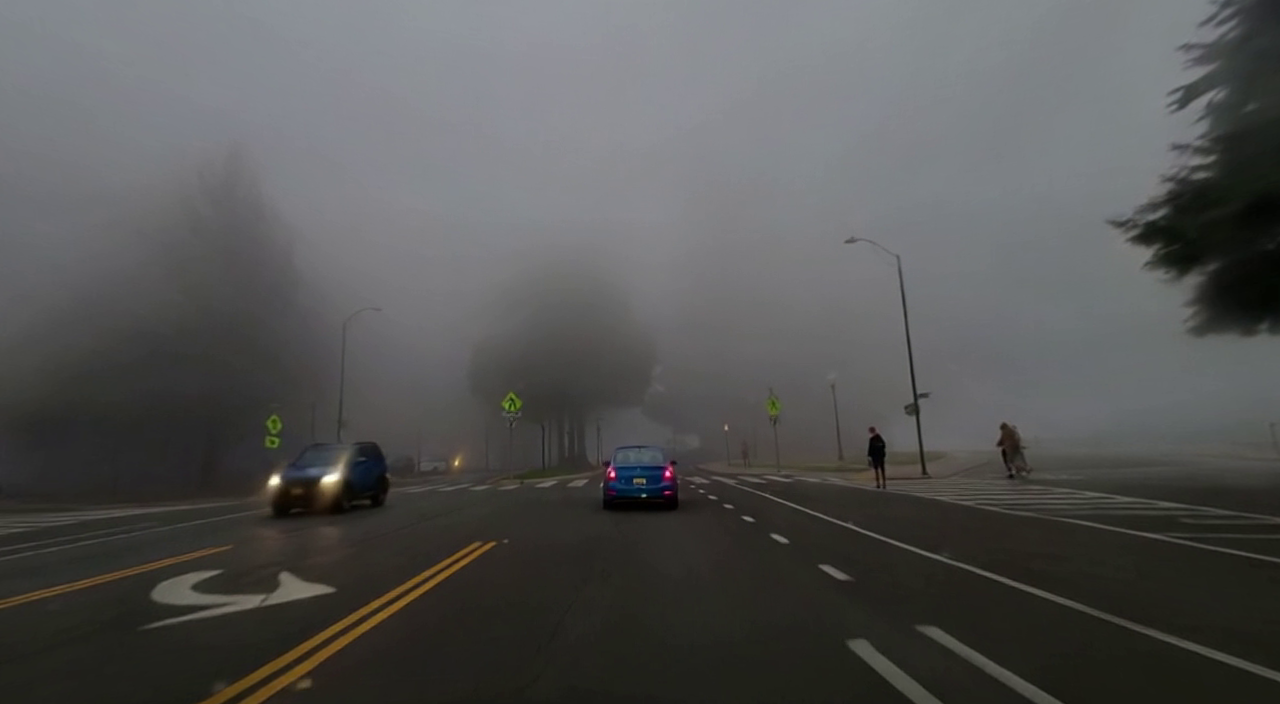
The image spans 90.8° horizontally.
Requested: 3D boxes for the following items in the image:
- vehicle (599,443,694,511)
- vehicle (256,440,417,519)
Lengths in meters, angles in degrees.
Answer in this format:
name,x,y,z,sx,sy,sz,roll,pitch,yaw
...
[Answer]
name,x,y,z,sx,sy,sz,roll,pitch,yaw
vehicle,0.084,3.277,17.093,2.221,1.570,4.398,0,-9,-2
vehicle,-8.470,3.556,18.331,2.179,1.933,5.034,0,-9,0
